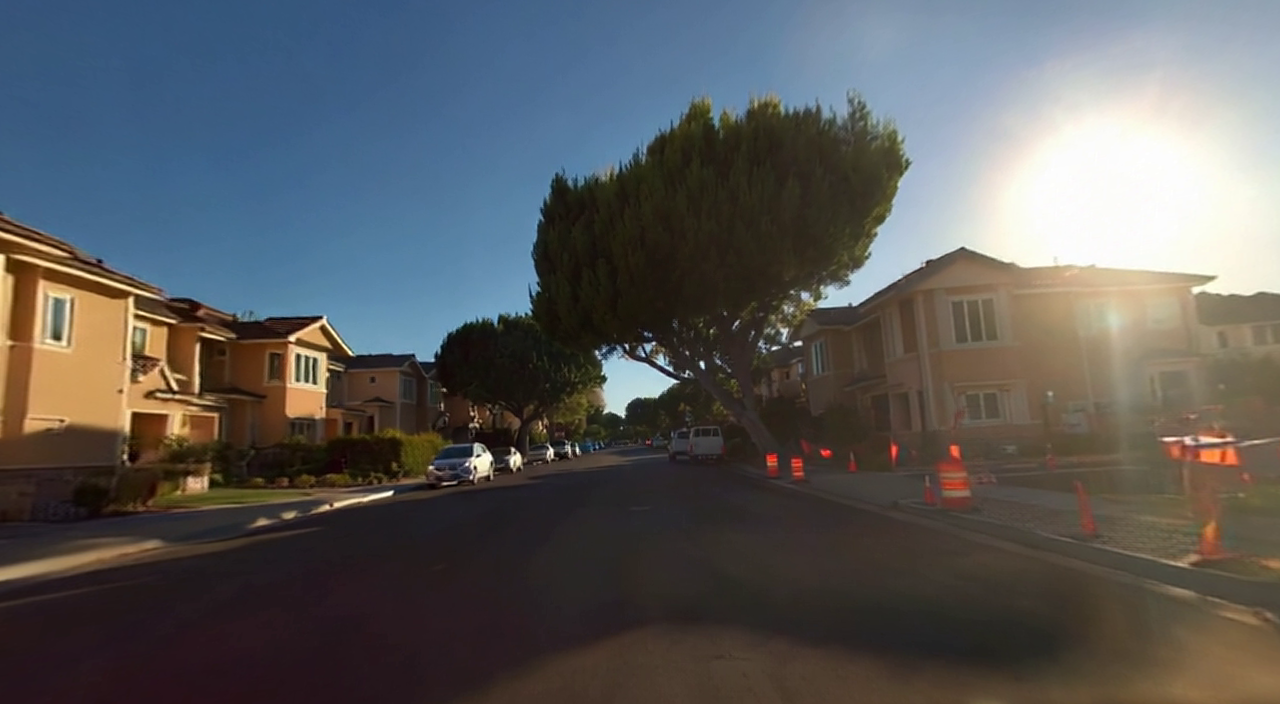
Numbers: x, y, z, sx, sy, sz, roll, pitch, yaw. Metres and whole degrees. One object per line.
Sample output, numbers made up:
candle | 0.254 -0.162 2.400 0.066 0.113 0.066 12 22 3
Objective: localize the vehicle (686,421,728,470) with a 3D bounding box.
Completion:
vehicle | 3.696 5.230 35.384 2.082 2.534 3.248 -2 -8 3

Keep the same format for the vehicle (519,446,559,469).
vehicle | -6.977 7.300 43.971 1.974 1.479 4.607 0 -8 0

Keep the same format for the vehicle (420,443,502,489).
vehicle | -6.855 4.395 24.644 1.957 1.608 4.476 0 -8 -1
